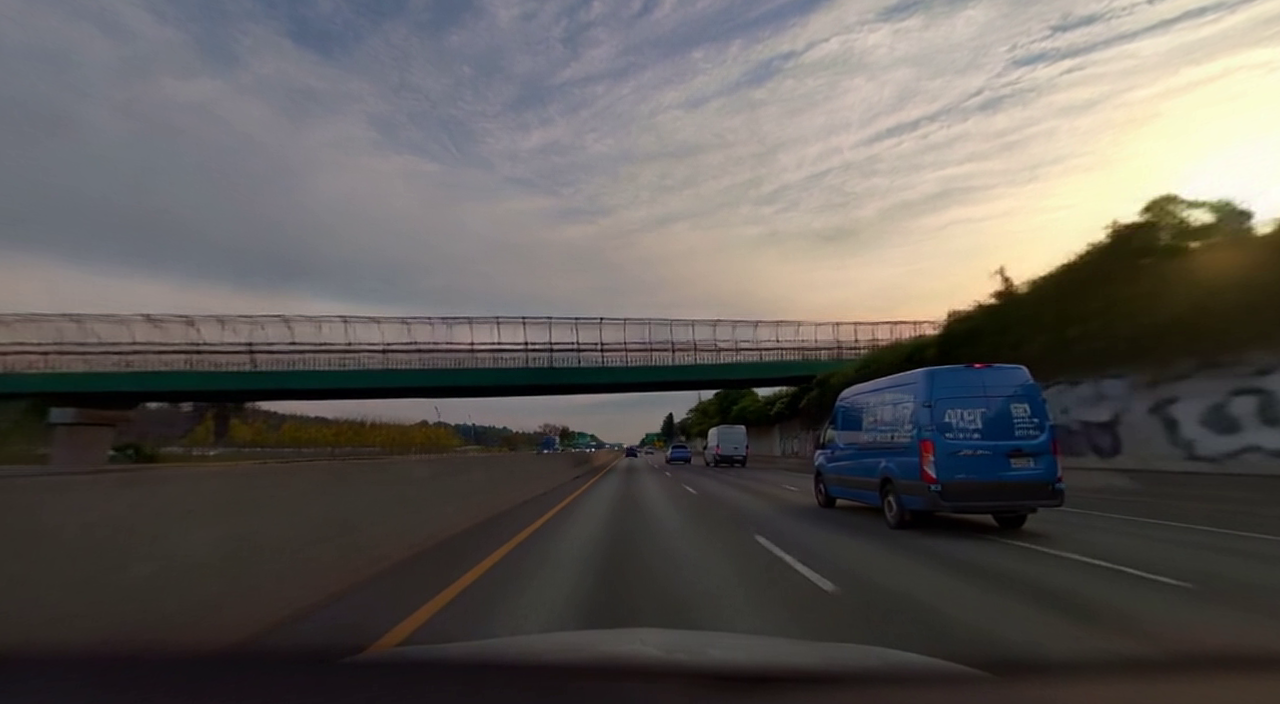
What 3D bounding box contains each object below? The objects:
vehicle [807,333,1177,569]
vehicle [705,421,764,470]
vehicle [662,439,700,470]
[{"bbox_3d":[4.709,1.521,9.964,2.283,2.631,5.719,0,-9,-2],"label":"vehicle"},{"bbox_3d":[6.596,6.740,45.230,2.761,3.225,7.624,0,-9,-2],"label":"vehicle"},{"bbox_3d":[2.692,6.916,42.491,2.007,1.943,5.010,0,-9,-2],"label":"vehicle"}]
